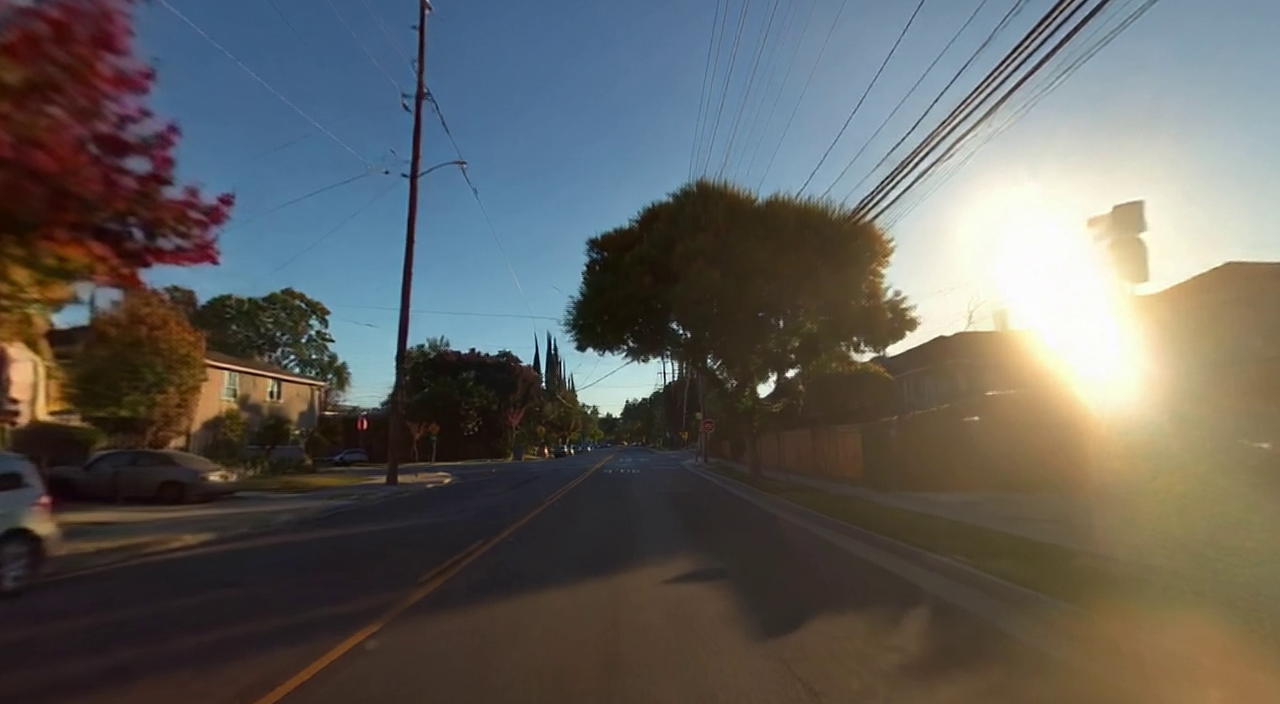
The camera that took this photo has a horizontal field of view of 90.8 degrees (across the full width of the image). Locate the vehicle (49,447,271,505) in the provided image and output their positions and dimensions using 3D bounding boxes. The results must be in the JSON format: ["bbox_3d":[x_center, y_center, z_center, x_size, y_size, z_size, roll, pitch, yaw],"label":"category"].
[{"bbox_3d":[-13.371,3.453,17.916,4.424,1.487,2.139,1,-8,-7],"label":"vehicle"}]
